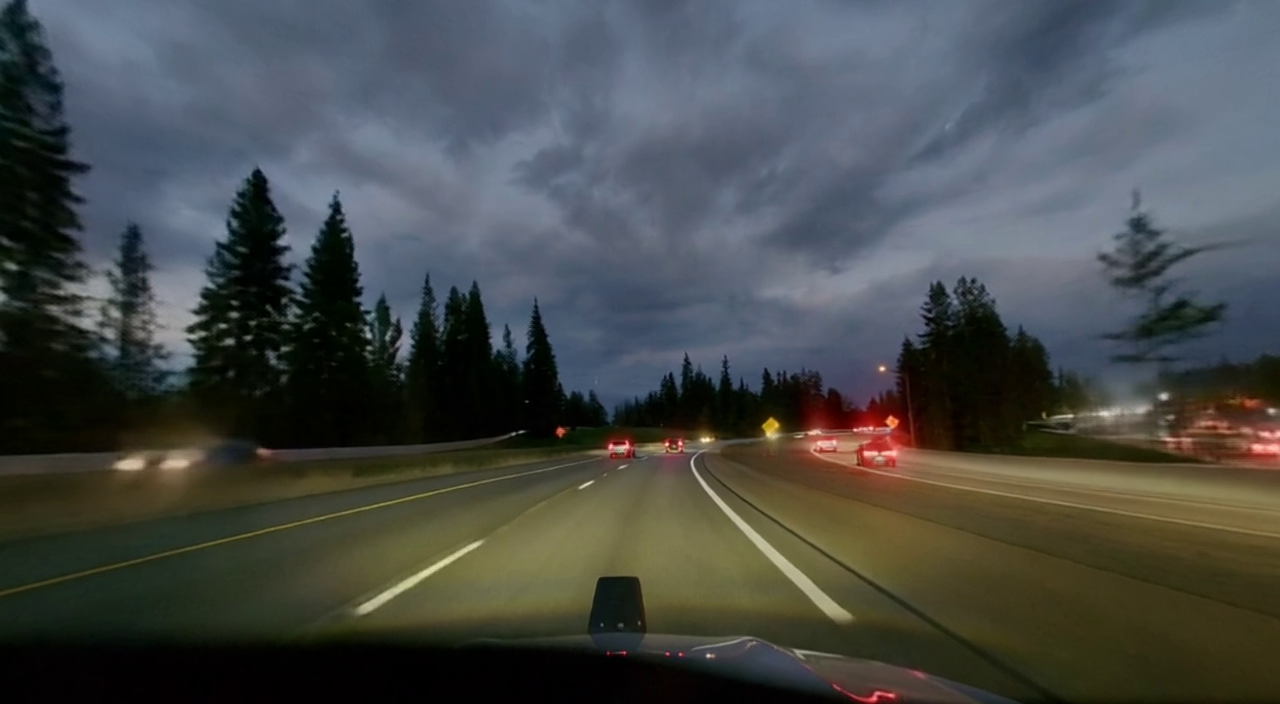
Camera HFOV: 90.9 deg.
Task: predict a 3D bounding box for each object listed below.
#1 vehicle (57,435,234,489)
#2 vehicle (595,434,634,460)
[{"bbox_3d":[-16.111,3.592,20.939,2.036,1.554,4.510,-1,-8,3],"label":"vehicle"},{"bbox_3d":[-1.719,6.678,44.395,2.129,1.742,4.217,-1,-8,6],"label":"vehicle"}]
